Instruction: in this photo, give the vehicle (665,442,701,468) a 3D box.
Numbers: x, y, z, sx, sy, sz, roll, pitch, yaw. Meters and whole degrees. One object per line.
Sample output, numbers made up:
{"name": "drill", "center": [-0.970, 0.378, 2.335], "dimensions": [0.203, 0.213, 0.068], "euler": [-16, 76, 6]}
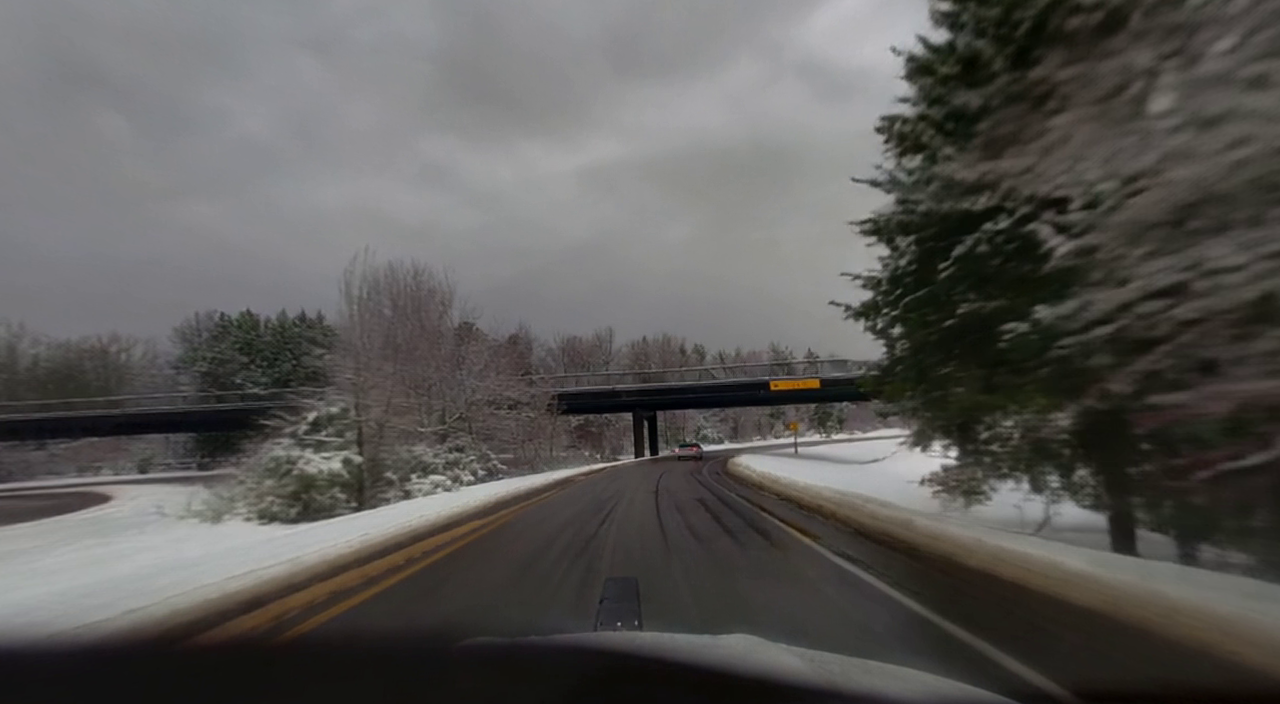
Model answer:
{"name": "vehicle", "center": [2.605, 6.056, 37.082], "dimensions": [1.980, 1.449, 3.650], "euler": [-1, -9, 5]}
